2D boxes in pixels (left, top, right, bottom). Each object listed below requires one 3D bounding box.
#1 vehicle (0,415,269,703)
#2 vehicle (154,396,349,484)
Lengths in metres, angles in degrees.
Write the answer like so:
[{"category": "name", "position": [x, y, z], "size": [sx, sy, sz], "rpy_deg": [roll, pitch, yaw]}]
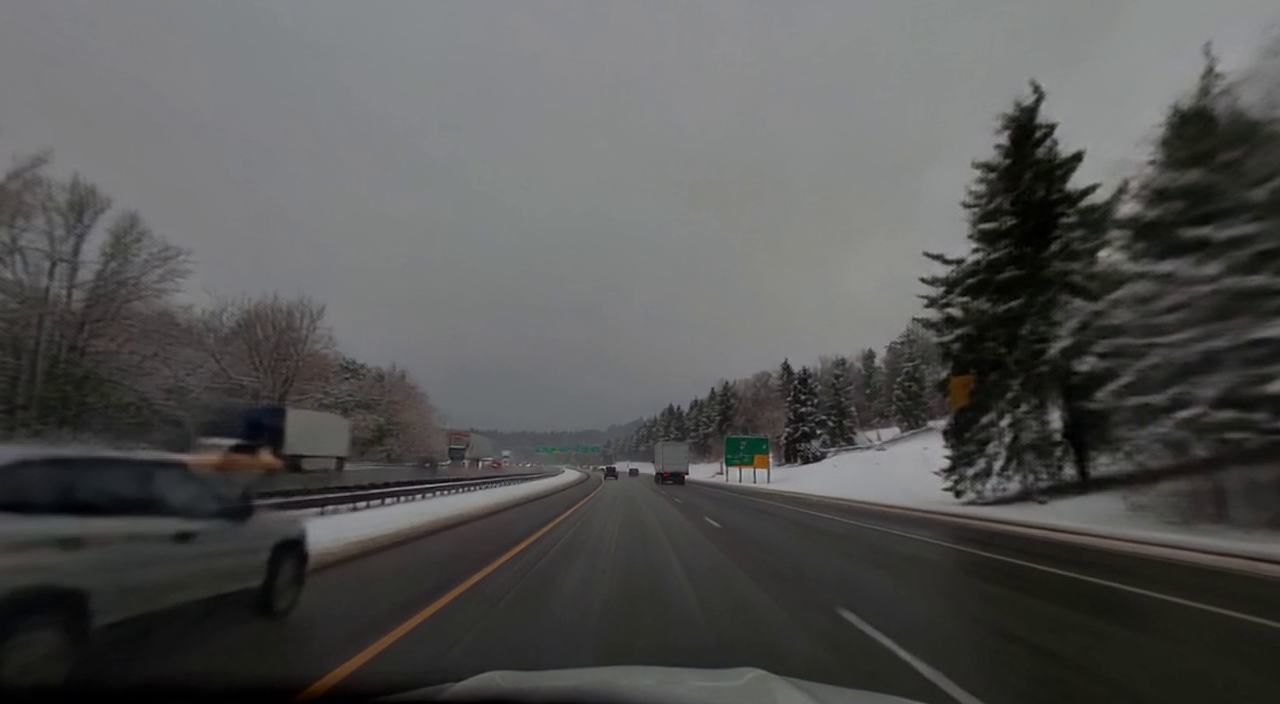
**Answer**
[{"category": "vehicle", "position": [-3.865, 1.048, 2.978], "size": [1.868, 1.485, 3.770], "rpy_deg": [1, -11, 0]}, {"category": "vehicle", "position": [-12.002, 2.953, 20.260], "size": [2.336, 2.353, 6.170], "rpy_deg": [1, -11, -1]}]
